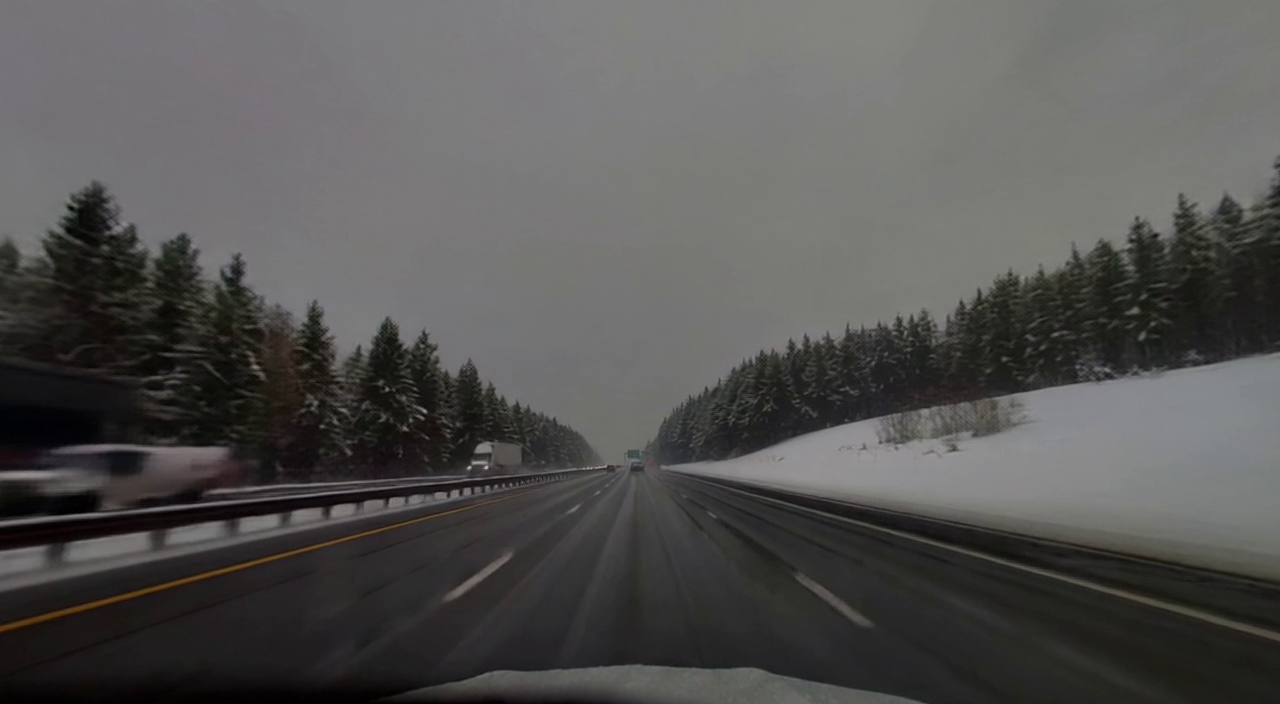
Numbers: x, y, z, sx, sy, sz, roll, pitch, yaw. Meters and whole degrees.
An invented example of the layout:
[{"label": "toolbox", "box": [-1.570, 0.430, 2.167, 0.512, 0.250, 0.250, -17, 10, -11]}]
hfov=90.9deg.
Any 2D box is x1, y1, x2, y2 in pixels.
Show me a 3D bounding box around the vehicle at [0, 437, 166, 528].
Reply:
[{"label": "vehicle", "box": [-12.200, 2.519, 12.384, 2.189, 1.563, 4.504, 1, -10, 0]}]
